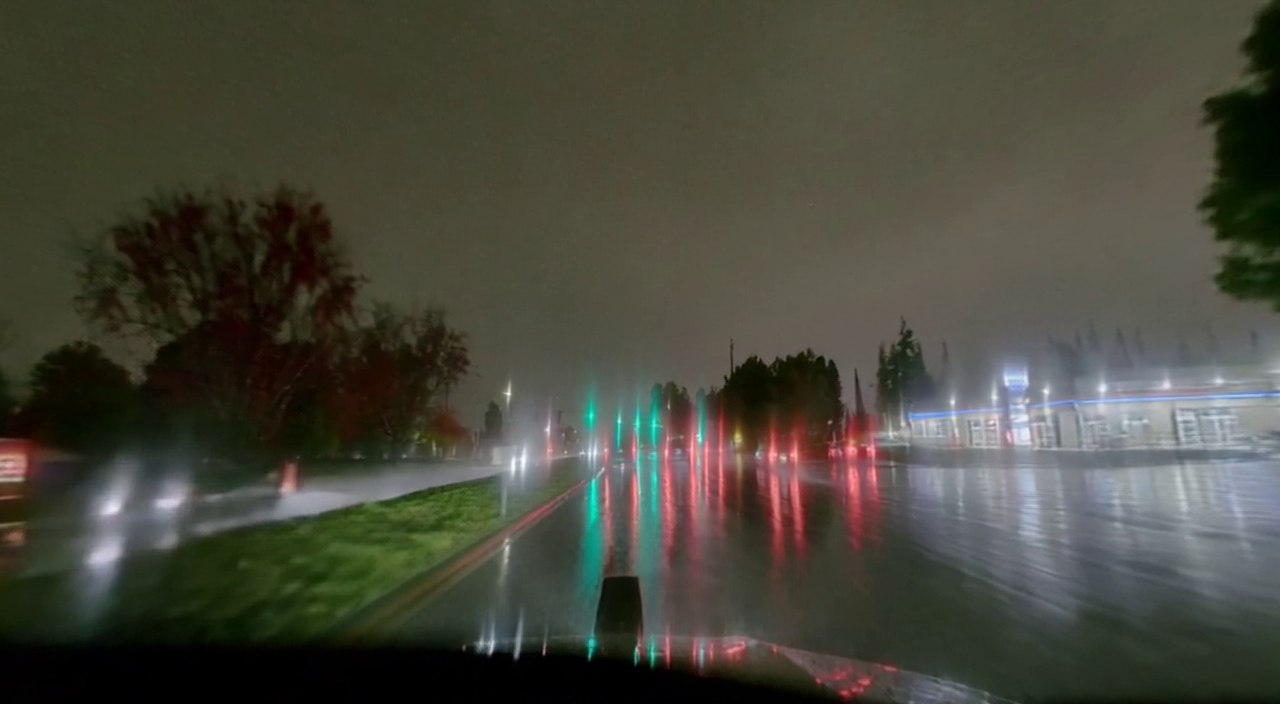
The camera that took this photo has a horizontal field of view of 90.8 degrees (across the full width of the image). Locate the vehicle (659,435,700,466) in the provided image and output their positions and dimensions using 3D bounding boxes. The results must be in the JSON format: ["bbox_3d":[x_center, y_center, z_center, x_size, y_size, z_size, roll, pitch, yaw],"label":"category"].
[{"bbox_3d":[2.453,6.283,40.394,2.140,1.800,4.660,0,-8,-2],"label":"vehicle"}]

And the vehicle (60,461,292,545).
[{"bbox_3d":[-10.353,3.347,14.703,2.052,1.503,4.559,0,-8,-2],"label":"vehicle"}]

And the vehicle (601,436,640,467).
[{"bbox_3d":[-1.290,6.215,39.719,2.261,1.820,4.255,0,-9,-5],"label":"vehicle"}]
